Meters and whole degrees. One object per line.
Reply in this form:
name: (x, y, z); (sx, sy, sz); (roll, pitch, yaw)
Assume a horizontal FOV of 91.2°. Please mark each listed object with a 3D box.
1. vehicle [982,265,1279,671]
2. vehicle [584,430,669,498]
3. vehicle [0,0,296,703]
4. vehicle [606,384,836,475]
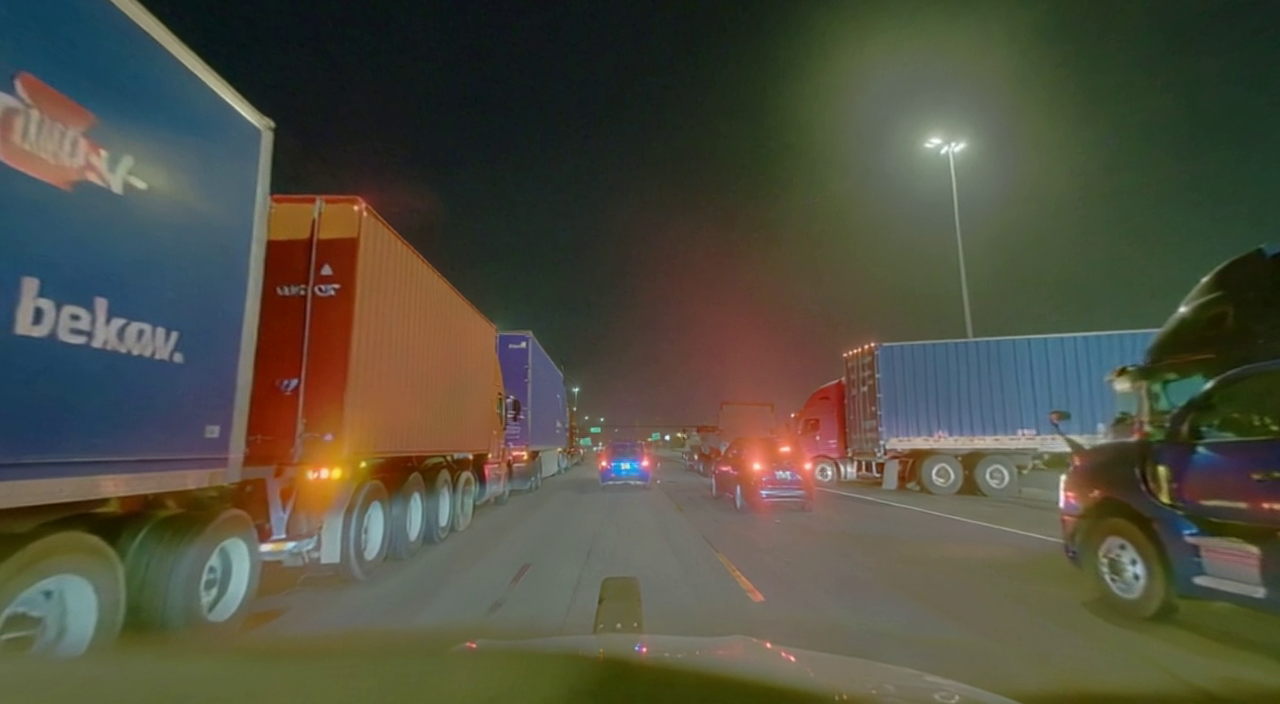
vehicle: (5.169, 0.678, 3.679); (2.570, 2.439, 6.392); (0, -9, -1)
vehicle: (-0.383, 3.136, 17.801); (2.140, 1.682, 3.971); (0, -9, -1)
vehicle: (-3.936, -0.051, 1.147); (2.844, 3.085, 6.941); (0, -9, -2)
vehicle: (3.608, 4.265, 34.884); (2.877, 4.124, 14.516); (2, -7, -39)
